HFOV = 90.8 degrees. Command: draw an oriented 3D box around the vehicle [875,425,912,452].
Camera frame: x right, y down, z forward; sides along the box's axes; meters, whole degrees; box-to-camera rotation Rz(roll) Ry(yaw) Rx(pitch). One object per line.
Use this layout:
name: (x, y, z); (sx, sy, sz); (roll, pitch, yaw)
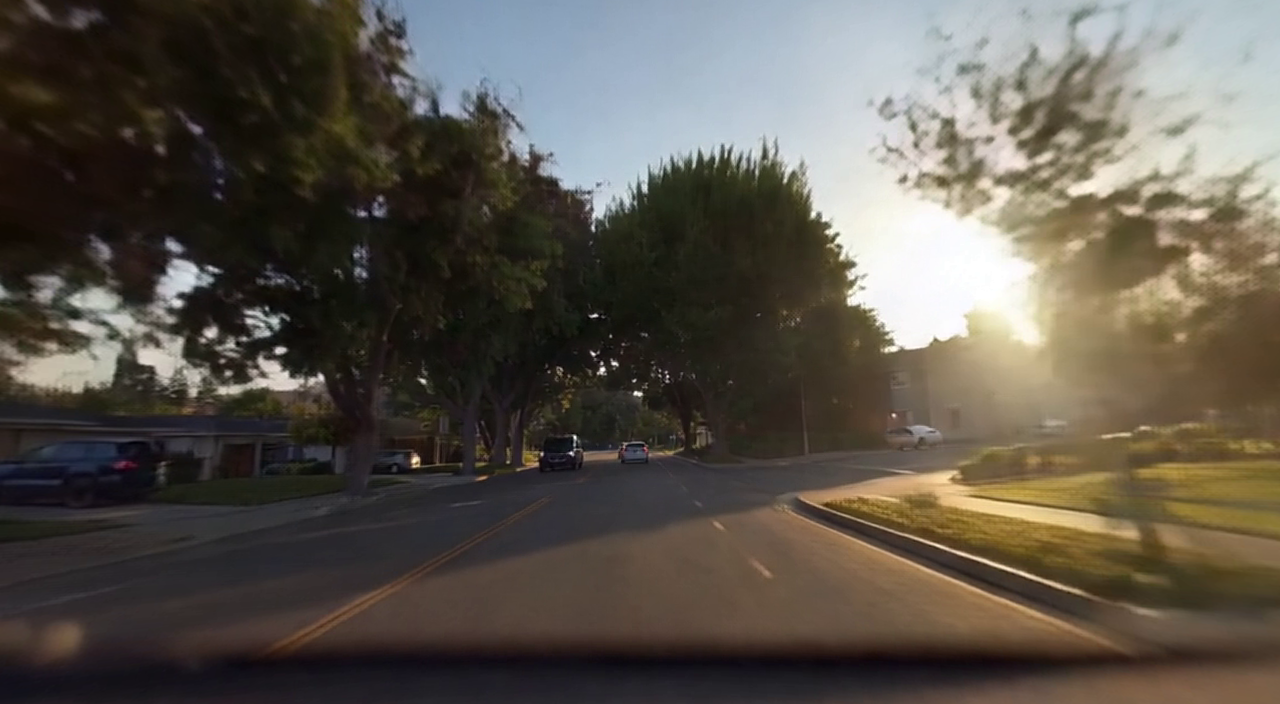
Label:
vehicle: (16.931, 5.732, 42.252); (1.979, 1.434, 4.607); (-7, -7, 21)

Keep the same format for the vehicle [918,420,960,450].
vehicle: (19.542, 5.373, 41.442); (2.114, 1.677, 4.707); (-5, -6, 22)

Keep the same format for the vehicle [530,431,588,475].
vehicle: (-4.459, 5.662, 35.602); (2.451, 2.182, 5.485); (-2, -9, 0)

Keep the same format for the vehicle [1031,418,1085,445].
vehicle: (25.327, 4.780, 38.388); (1.603, 1.430, 3.662); (-3, -6, 15)

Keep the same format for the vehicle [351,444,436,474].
vehicle: (-14.992, 6.515, 38.562); (4.223, 1.753, 2.134); (-1, -9, 6)

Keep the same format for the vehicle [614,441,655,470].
vehicle: (-0.291, 5.605, 34.412); (2.098, 1.483, 4.099); (0, -9, -1)
